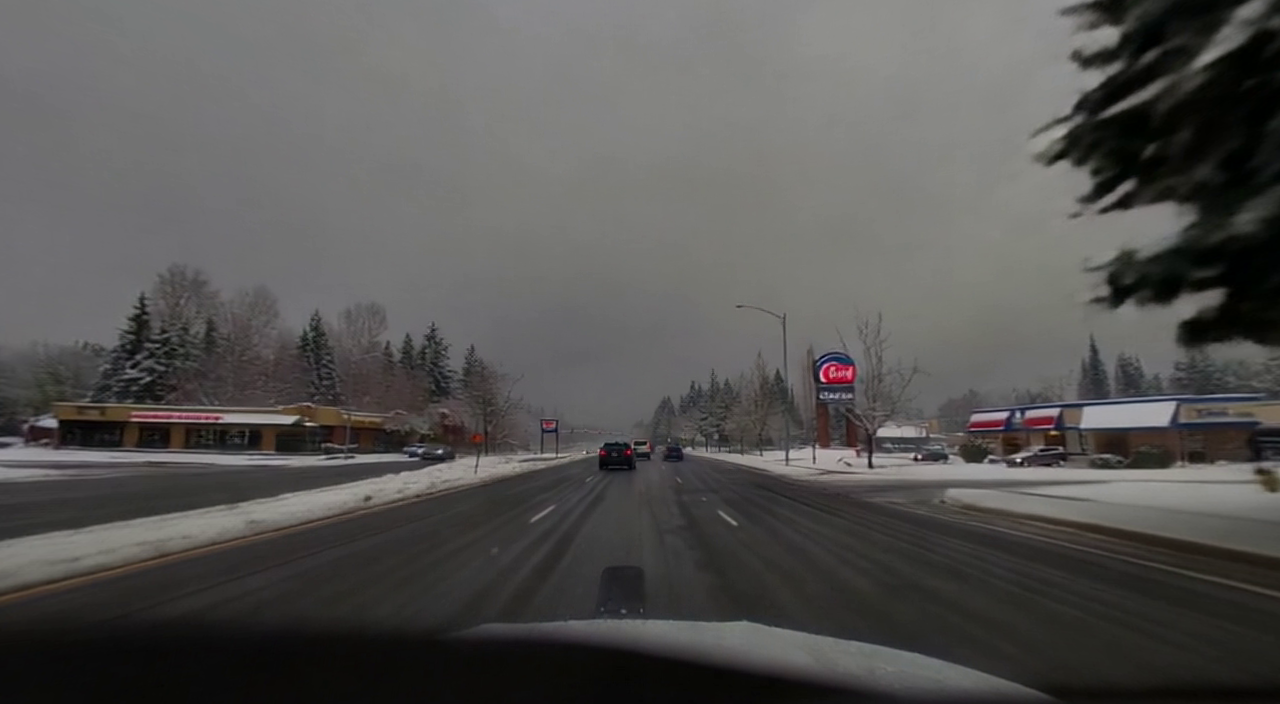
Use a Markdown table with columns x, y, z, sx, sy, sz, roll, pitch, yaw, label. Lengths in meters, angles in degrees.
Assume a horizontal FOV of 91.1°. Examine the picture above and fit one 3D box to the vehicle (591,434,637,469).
| x | y | z | sx | sy | sz | roll | pitch | yaw | label |
| --- | --- | --- | --- | --- | --- | --- | --- | --- | --- |
| -1.418 | 5.827 | 36.967 | 2.222 | 1.899 | 5.006 | 0 | -8 | 3 | vehicle |
